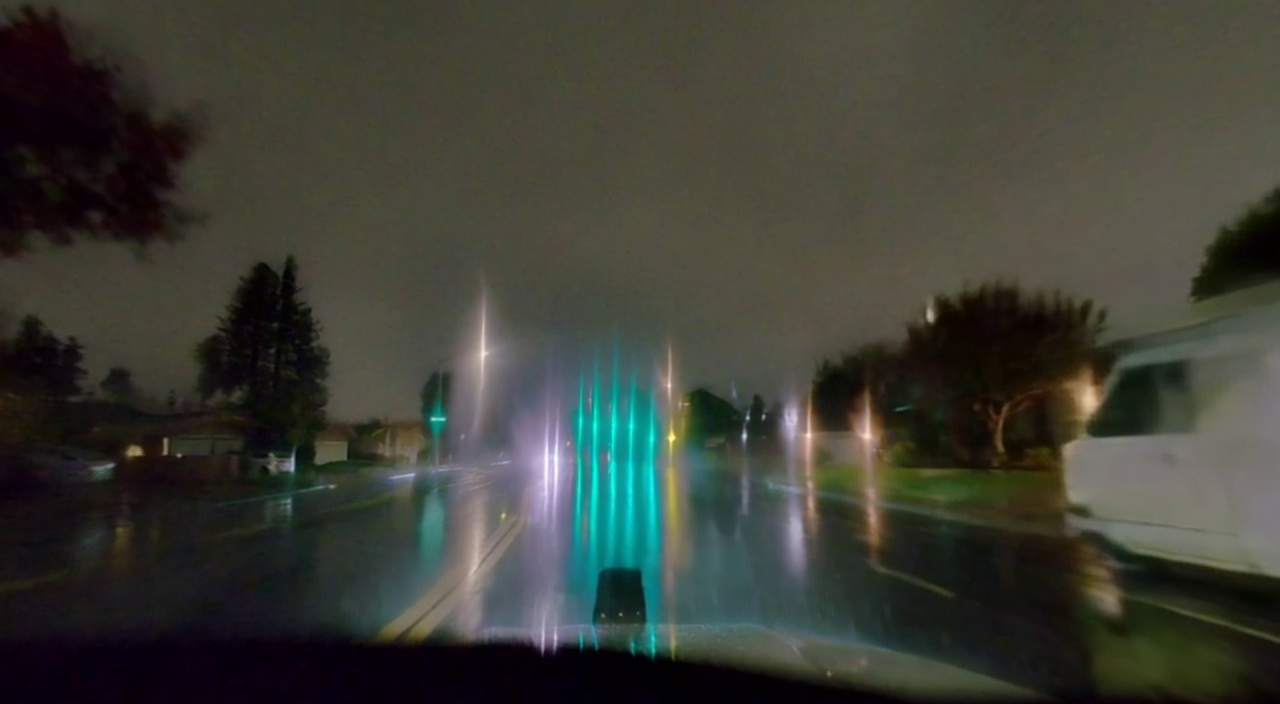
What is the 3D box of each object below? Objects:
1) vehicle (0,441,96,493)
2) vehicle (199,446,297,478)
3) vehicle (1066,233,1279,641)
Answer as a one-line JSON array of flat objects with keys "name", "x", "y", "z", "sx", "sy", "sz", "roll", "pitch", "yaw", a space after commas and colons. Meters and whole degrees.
[{"name": "vehicle", "x": -24.297, "y": 4.355, "z": 24.027, "sx": 4.975, "sy": 1.847, "sz": 2.096, "roll": 0, "pitch": -8, "yaw": -10}, {"name": "vehicle", "x": -22.283, "y": 6.261, "z": 36.044, "sx": 4.050, "sy": 1.755, "sz": 2.243, "roll": 1, "pitch": -8, "yaw": -3}, {"name": "vehicle", "x": 7.107, "y": 0.313, "z": 2.588, "sx": 4.991, "sy": 2.862, "sz": 7.939, "roll": 0, "pitch": -9, "yaw": -2}]
